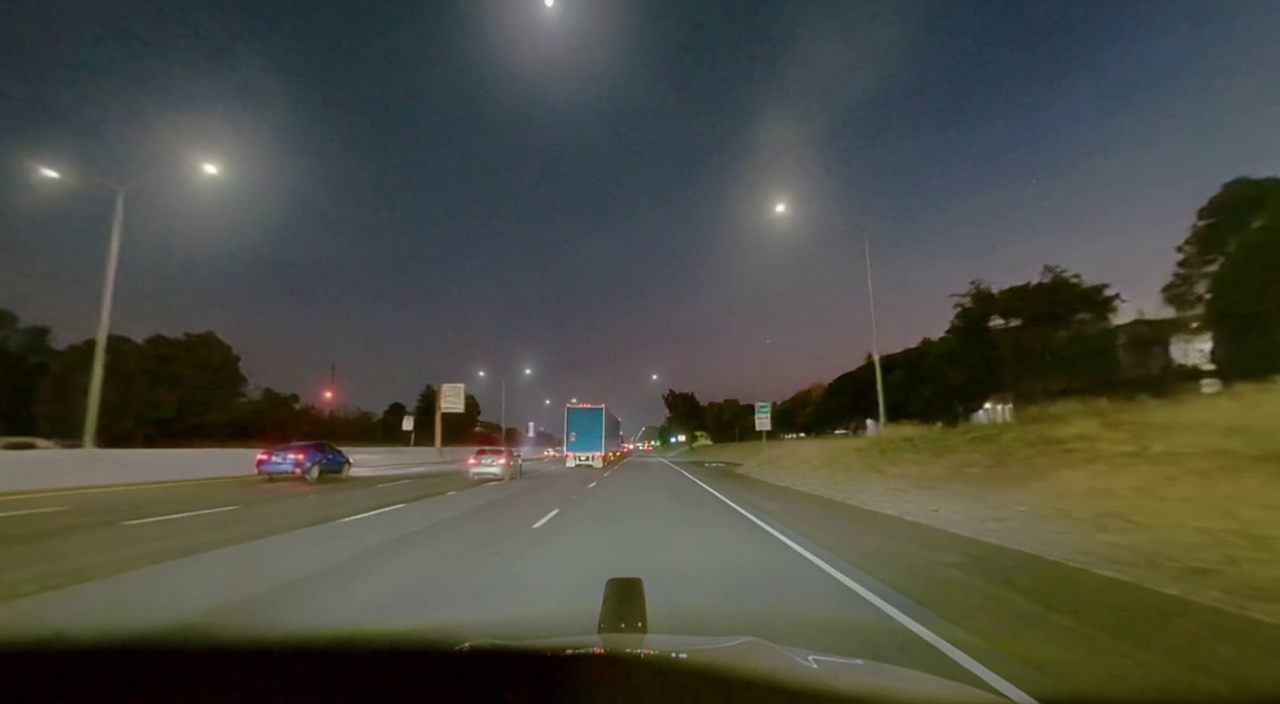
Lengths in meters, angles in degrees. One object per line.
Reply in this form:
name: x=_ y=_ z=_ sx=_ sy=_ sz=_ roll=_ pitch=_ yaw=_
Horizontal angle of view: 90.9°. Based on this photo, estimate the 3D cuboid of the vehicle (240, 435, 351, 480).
vehicle: x=-14.173 y=4.365 z=26.298 sx=1.997 sy=1.695 sz=4.492 roll=0 pitch=-8 yaw=1

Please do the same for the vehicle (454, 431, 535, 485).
vehicle: x=-5.404 y=3.986 z=24.032 sx=2.058 sy=1.840 sz=4.443 roll=0 pitch=-8 yaw=-1

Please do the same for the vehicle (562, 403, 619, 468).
vehicle: x=-3.292 y=6.125 z=45.657 sx=2.905 sy=4.037 sz=12.921 roll=0 pitch=-8 yaw=1

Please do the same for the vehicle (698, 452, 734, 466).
vehicle: x=5.795 y=8.220 z=48.645 sx=2.295 sy=0.969 sz=3.132 roll=0 pitch=-8 yaw=-2
